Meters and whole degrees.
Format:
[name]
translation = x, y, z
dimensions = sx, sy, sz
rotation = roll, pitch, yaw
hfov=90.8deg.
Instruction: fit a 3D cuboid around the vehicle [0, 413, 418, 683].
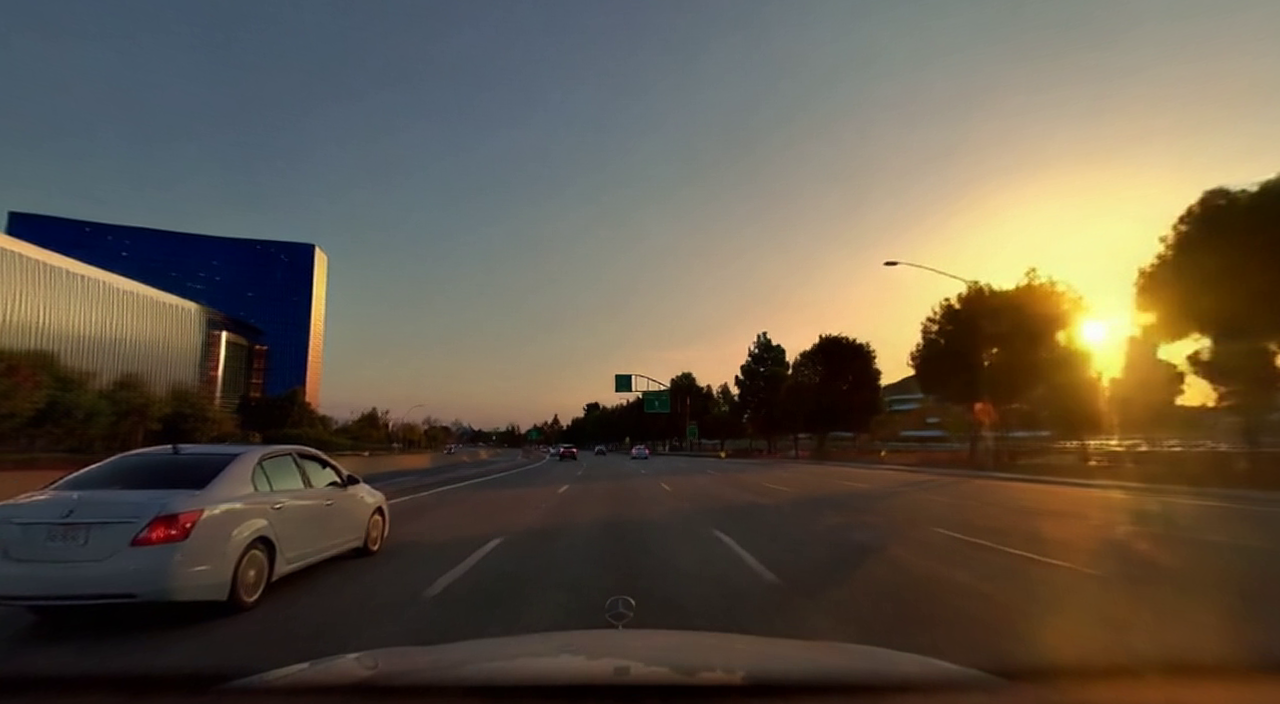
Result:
[vehicle]
translation = -3.802, 1.400, 5.732
dimensions = 2.018, 1.476, 4.364
rotation = 0, -8, -1
